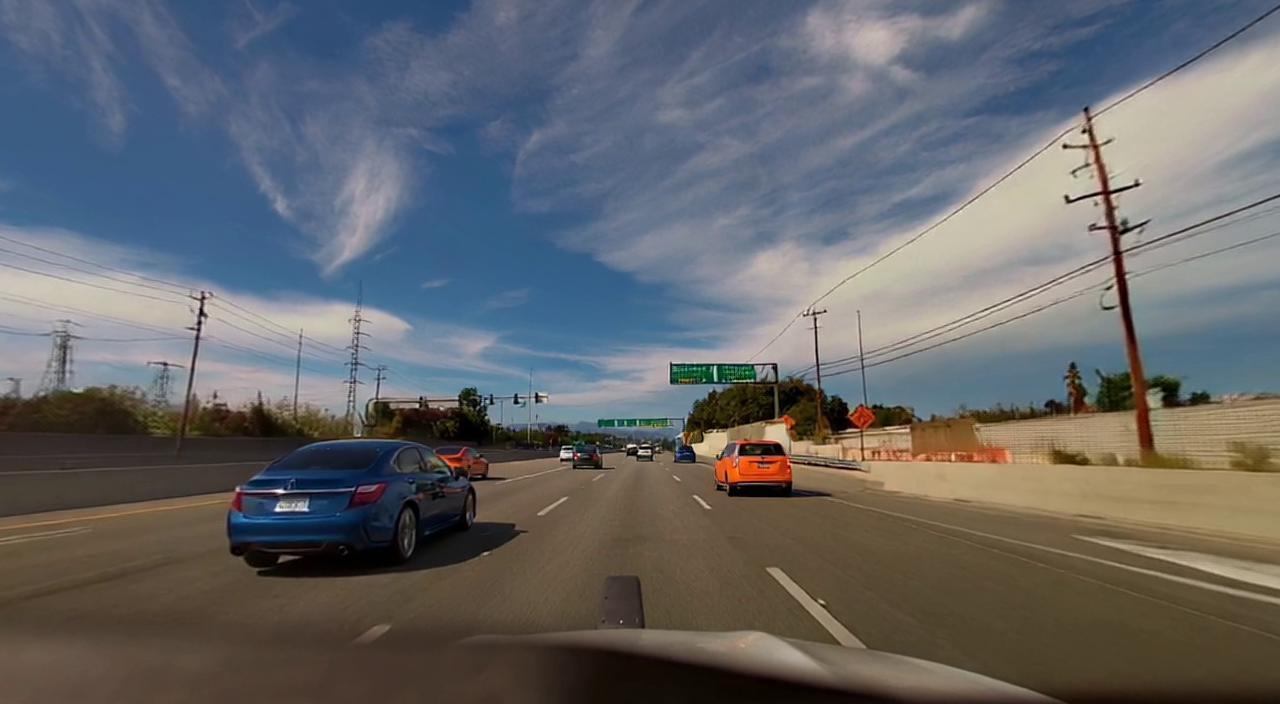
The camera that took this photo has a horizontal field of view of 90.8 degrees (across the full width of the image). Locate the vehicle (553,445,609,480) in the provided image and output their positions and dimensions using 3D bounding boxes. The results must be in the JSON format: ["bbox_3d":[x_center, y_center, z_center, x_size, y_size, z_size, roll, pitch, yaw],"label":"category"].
[{"bbox_3d":[-2.717,5.184,29.997,2.066,1.488,4.377,0,-8,2],"label":"vehicle"}]

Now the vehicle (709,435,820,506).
[{"bbox_3d":[3.222,3.167,17.348,2.100,1.659,4.387,0,-8,-1],"label":"vehicle"}]

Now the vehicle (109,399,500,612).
[{"bbox_3d":[-3.199,1.559,7.339,2.104,1.707,4.338,0,-8,1],"label":"vehicle"}]

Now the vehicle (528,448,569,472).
[{"bbox_3d":[-6.078,7.229,42.467,1.877,1.474,4.475,0,-8,2],"label":"vehicle"}]
